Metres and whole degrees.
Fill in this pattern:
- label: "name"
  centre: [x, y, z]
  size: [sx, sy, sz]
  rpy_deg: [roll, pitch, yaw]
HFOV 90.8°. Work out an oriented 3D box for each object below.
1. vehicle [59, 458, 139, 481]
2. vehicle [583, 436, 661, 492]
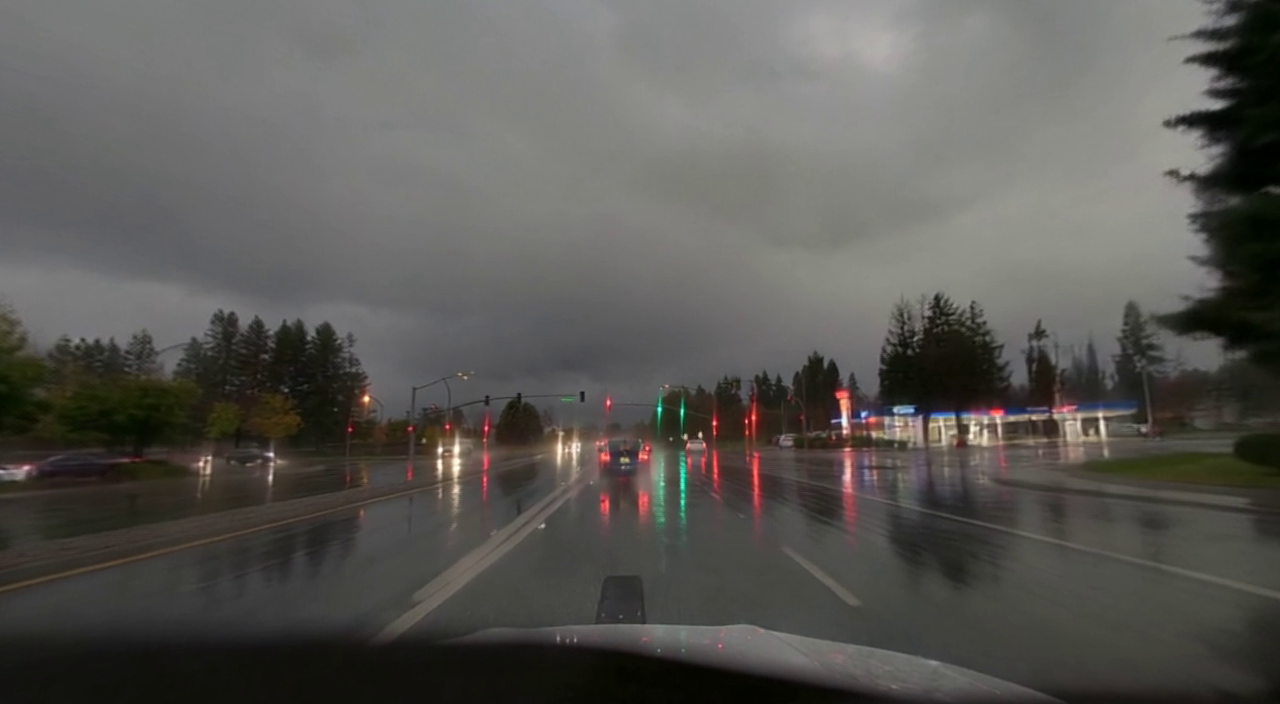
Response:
- label: "vehicle"
  centre: [-36.217, 7.850, 42.349]
  size: [3.670, 1.430, 1.897]
  rpy_deg: [-1, -9, 5]
- label: "vehicle"
  centre: [-0.456, 3.197, 18.292]
  size: [2.040, 1.451, 3.736]
  rpy_deg: [0, -9, 0]
